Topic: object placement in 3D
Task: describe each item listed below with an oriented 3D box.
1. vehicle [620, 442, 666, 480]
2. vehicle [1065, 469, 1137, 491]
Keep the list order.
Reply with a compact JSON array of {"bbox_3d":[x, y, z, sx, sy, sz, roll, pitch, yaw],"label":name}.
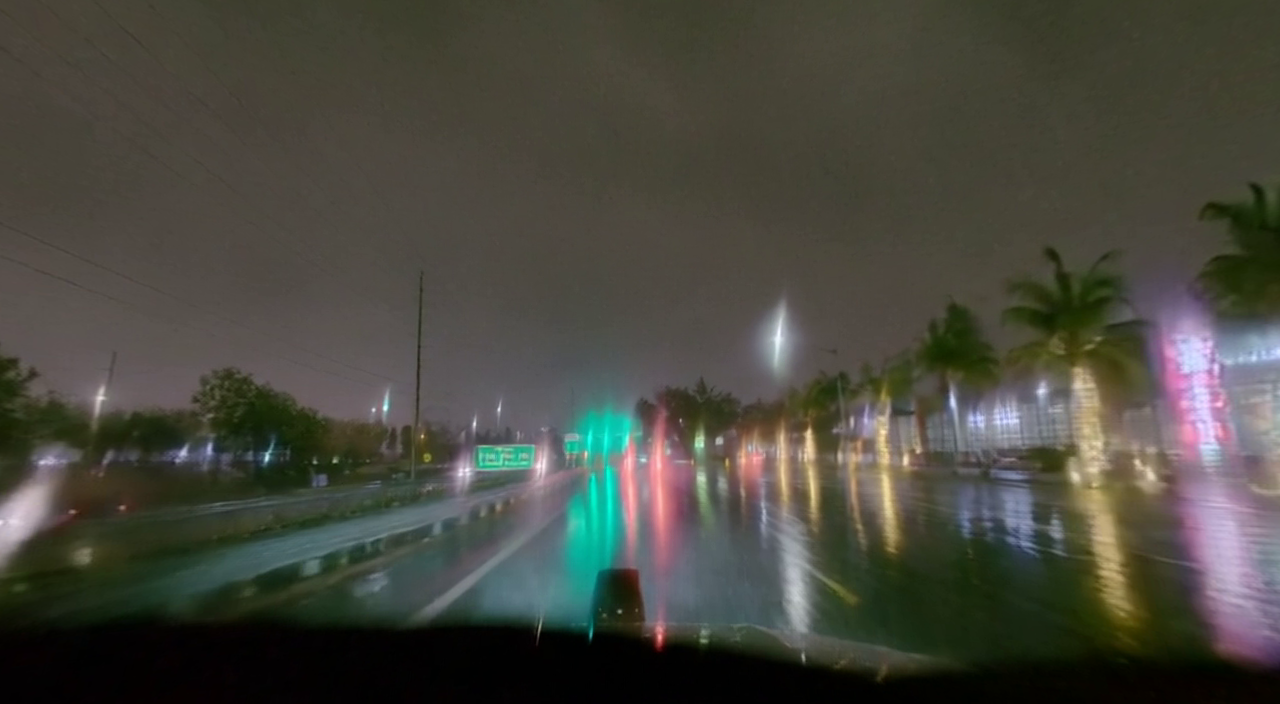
[{"bbox_3d":[0.089,5.278,30.788,2.089,1.718,4.193,0,-9,-2],"label":"vehicle"},{"bbox_3d":[35.087,9.783,48.019,3.945,1.538,1.796,-2,-10,5],"label":"vehicle"}]
